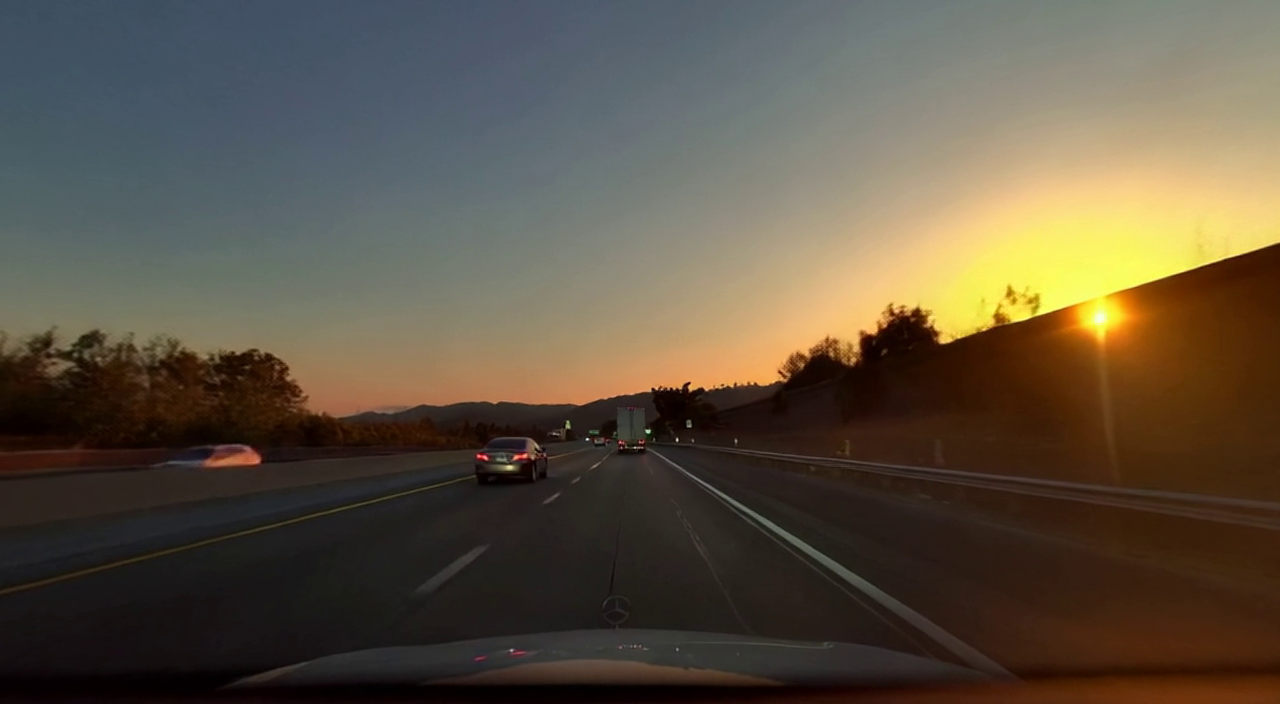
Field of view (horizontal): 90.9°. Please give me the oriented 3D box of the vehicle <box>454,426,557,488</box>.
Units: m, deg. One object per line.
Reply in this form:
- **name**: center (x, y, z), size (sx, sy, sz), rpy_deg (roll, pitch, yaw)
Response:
- **vehicle**: center (-3.905, 3.117, 19.192), size (2.123, 1.655, 4.688), rpy_deg (0, -8, 0)
